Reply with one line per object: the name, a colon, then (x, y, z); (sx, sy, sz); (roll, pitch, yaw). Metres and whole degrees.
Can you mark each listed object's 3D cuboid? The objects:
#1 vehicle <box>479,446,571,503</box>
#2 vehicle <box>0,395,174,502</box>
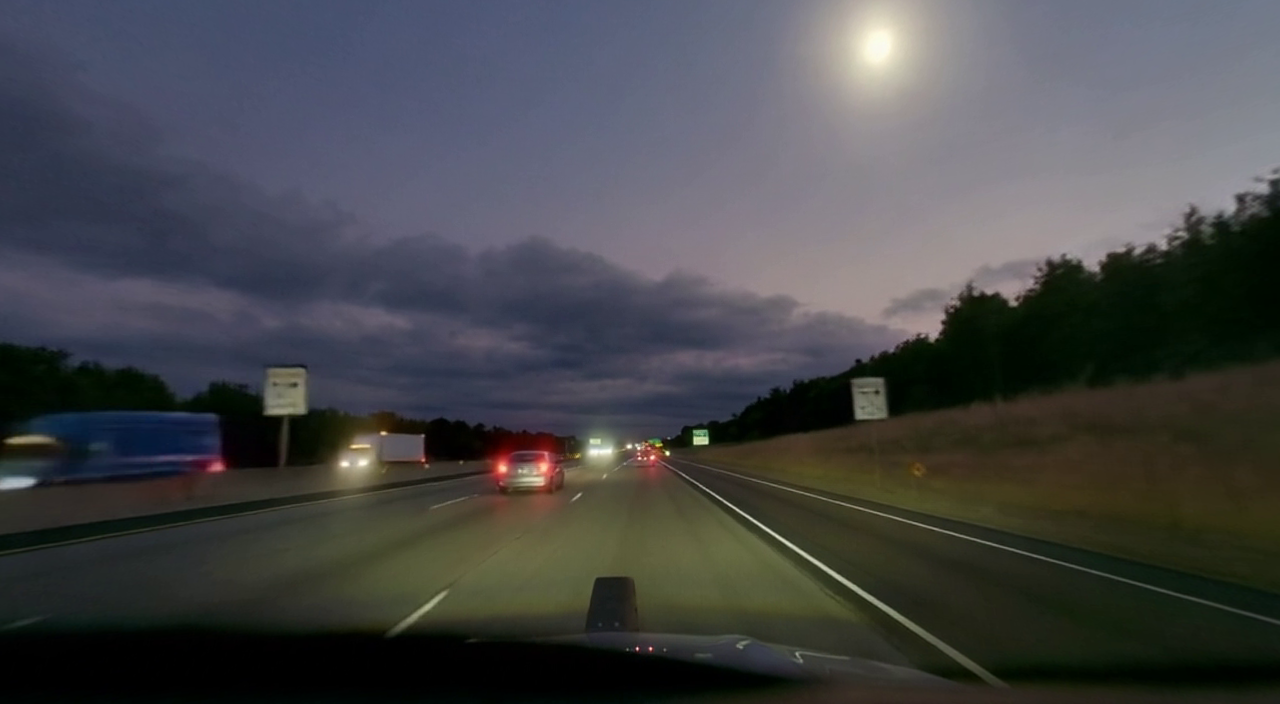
vehicle: (-3.291, 3.592, 18.911); (1.978, 1.498, 4.080); (0, -9, 0)
vehicle: (-19.633, 3.246, 21.152); (2.667, 3.022, 6.766); (0, -9, 1)
